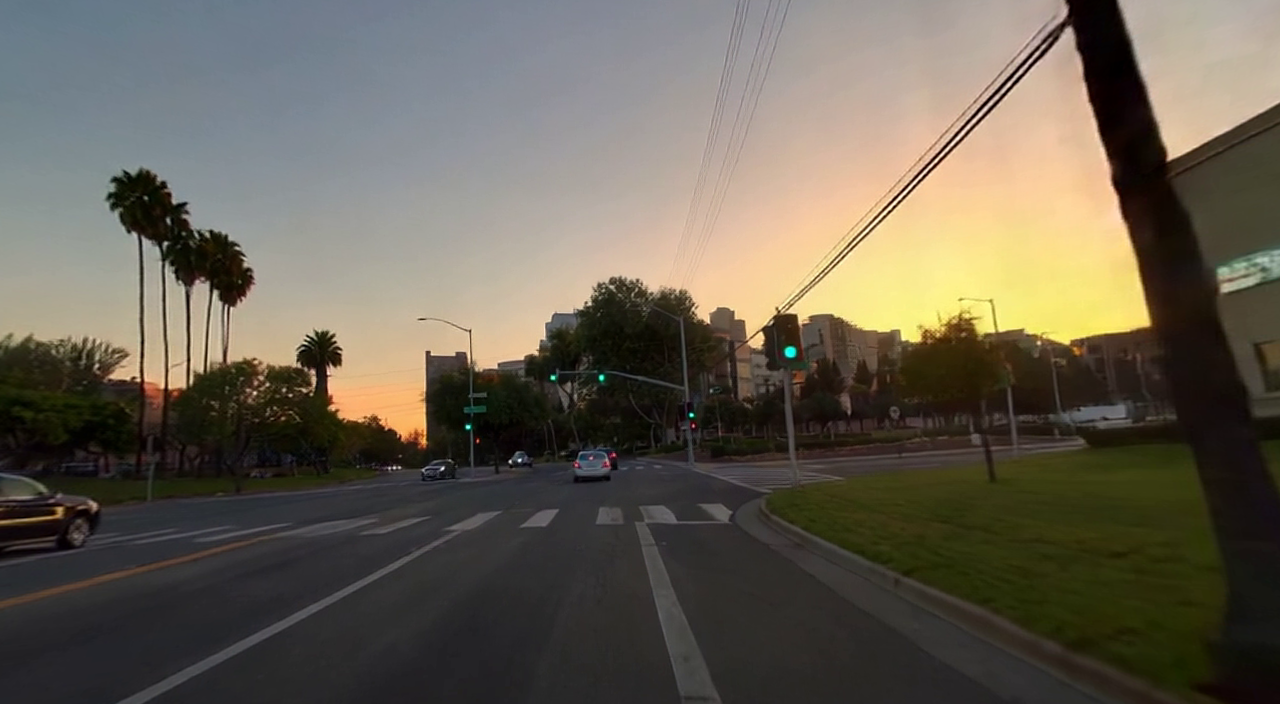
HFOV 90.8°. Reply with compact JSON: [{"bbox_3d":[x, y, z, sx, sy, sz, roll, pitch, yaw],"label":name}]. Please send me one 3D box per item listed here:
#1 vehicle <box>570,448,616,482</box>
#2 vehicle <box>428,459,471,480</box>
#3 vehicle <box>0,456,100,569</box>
[{"bbox_3d":[-2.219,5.452,30.814,2.063,1.474,4.334,0,-9,-2],"label":"vehicle"},{"bbox_3d":[-14.937,9.177,49.680,1.997,1.480,4.715,0,-9,-1],"label":"vehicle"},{"bbox_3d":[-11.545,2.579,9.887,2.050,1.811,4.752,0,-9,-2],"label":"vehicle"}]
